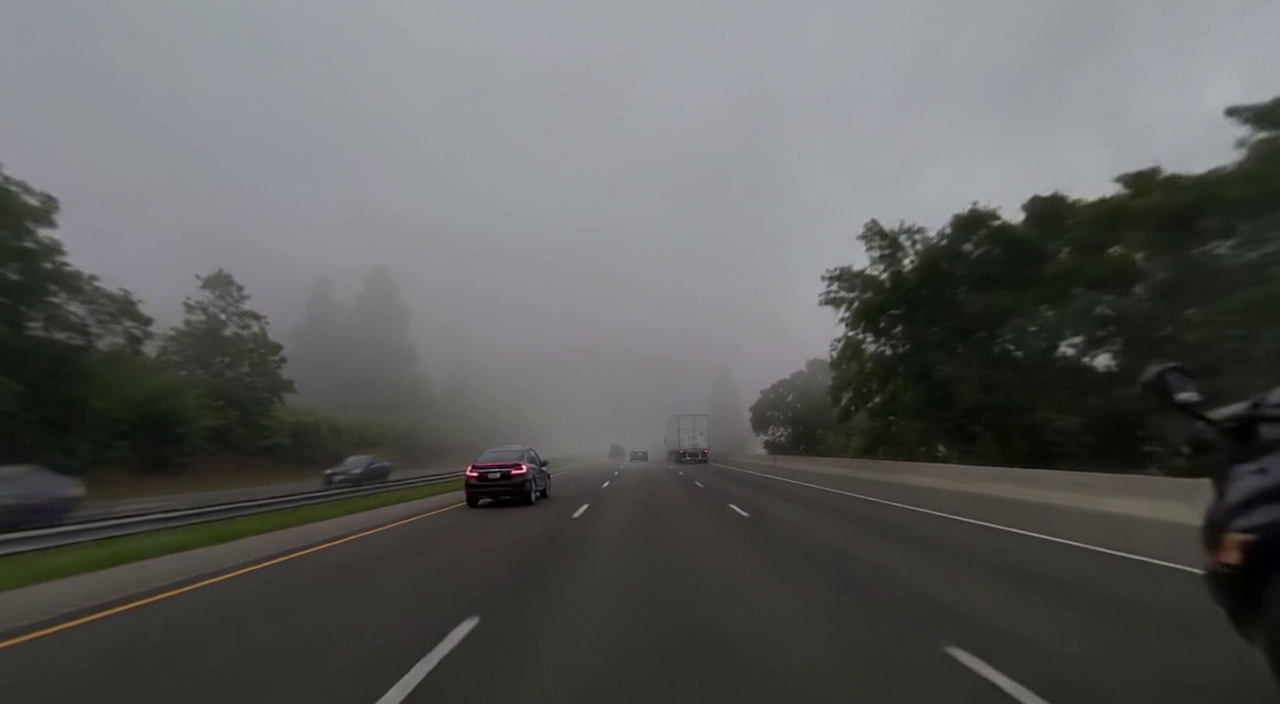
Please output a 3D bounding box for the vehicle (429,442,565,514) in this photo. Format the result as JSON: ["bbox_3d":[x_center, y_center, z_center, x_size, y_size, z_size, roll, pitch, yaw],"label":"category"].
[{"bbox_3d":[-3.199,2.949,15.272,2.121,1.445,4.651,0,-9,1],"label":"vehicle"}]
